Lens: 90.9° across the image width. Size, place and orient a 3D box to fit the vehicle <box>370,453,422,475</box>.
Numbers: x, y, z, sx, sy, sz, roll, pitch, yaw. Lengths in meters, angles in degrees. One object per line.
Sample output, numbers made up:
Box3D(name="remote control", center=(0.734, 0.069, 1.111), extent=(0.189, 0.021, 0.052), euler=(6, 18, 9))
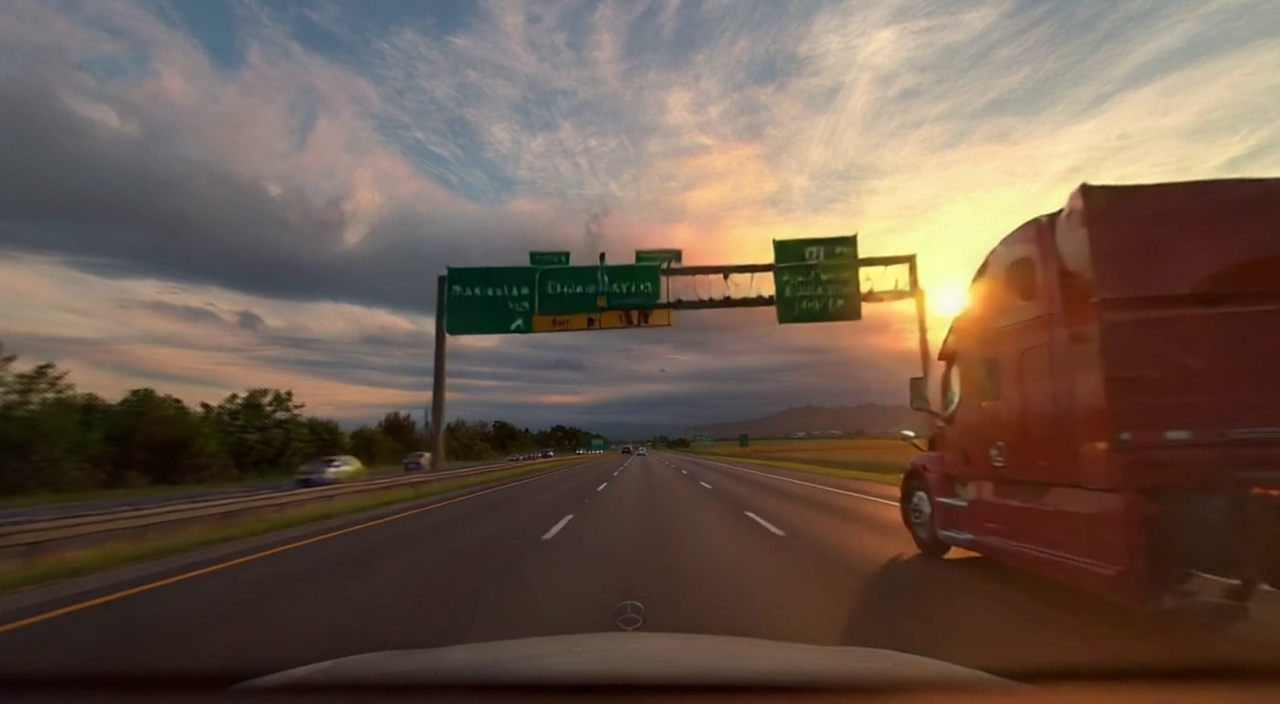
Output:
Box3D(name="vehicle", center=(-18.066, 8.298, 46.847), extent=(1.945, 1.482, 4.735), euler=(0, -9, 0))

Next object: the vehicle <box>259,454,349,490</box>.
Box3D(name="vehicle", center=(-14.867, 5.298, 28.158), extent=(1.810, 1.454, 4.056), euler=(0, -9, 0))

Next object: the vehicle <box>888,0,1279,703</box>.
Box3D(name="vehicle", center=(4.022, -0.053, 3.147), extent=(3.051, 3.968, 5.943), euler=(0, -9, 0))
